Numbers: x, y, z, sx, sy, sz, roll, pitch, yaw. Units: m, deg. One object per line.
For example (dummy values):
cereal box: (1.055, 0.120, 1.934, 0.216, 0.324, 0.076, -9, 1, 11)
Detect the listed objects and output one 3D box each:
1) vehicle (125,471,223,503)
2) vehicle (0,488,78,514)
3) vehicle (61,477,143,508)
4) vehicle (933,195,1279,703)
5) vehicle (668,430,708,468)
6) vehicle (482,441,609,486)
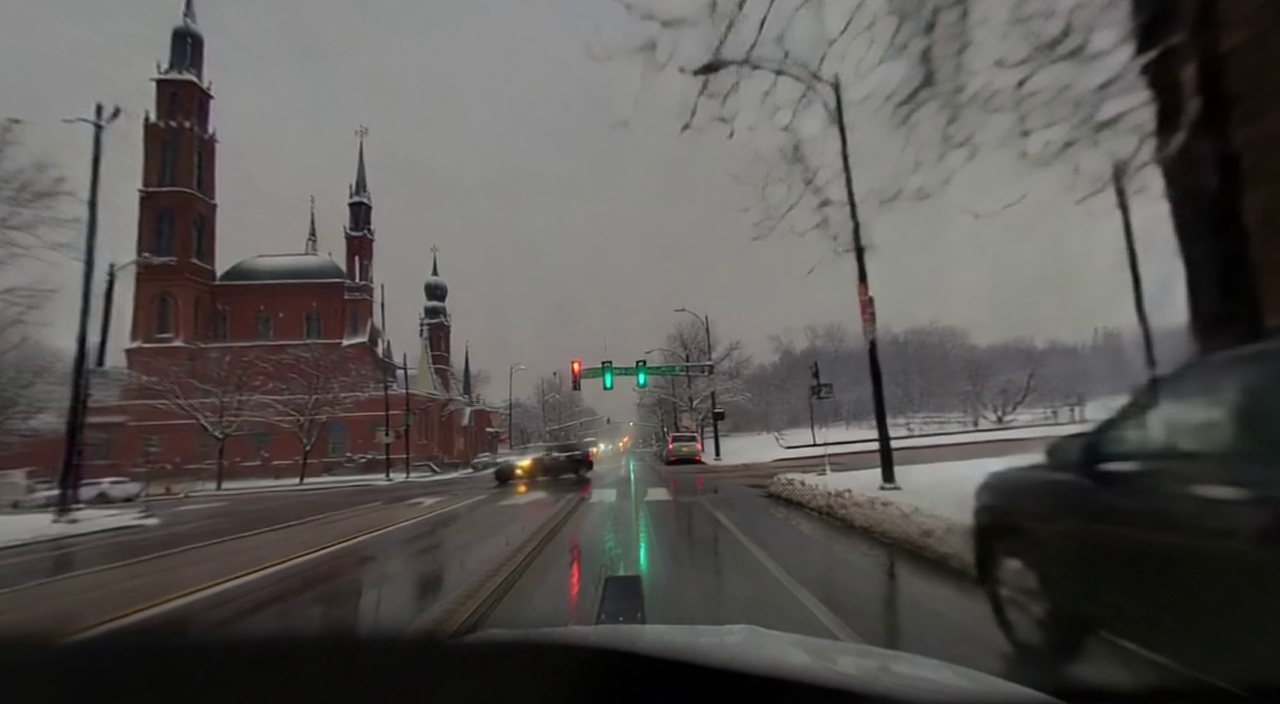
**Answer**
vehicle: (-28.907, 8.378, 39.304, 4.439, 1.661, 2.071, -1, -8, -2)
vehicle: (-37.944, 9.195, 39.068, 4.533, 1.449, 1.771, 0, -8, -2)
vehicle: (-33.481, 8.732, 39.362, 3.529, 1.661, 1.695, -1, -6, 0)
vehicle: (3.318, 0.450, 1.836, 2.269, 2.046, 5.649, 0, -8, 1)
vehicle: (2.714, 5.612, 36.873, 2.074, 2.041, 5.045, 0, -8, 1)
vehicle: (-3.391, 4.091, 23.549, 1.881, 1.476, 4.620, -7, -11, 38)
